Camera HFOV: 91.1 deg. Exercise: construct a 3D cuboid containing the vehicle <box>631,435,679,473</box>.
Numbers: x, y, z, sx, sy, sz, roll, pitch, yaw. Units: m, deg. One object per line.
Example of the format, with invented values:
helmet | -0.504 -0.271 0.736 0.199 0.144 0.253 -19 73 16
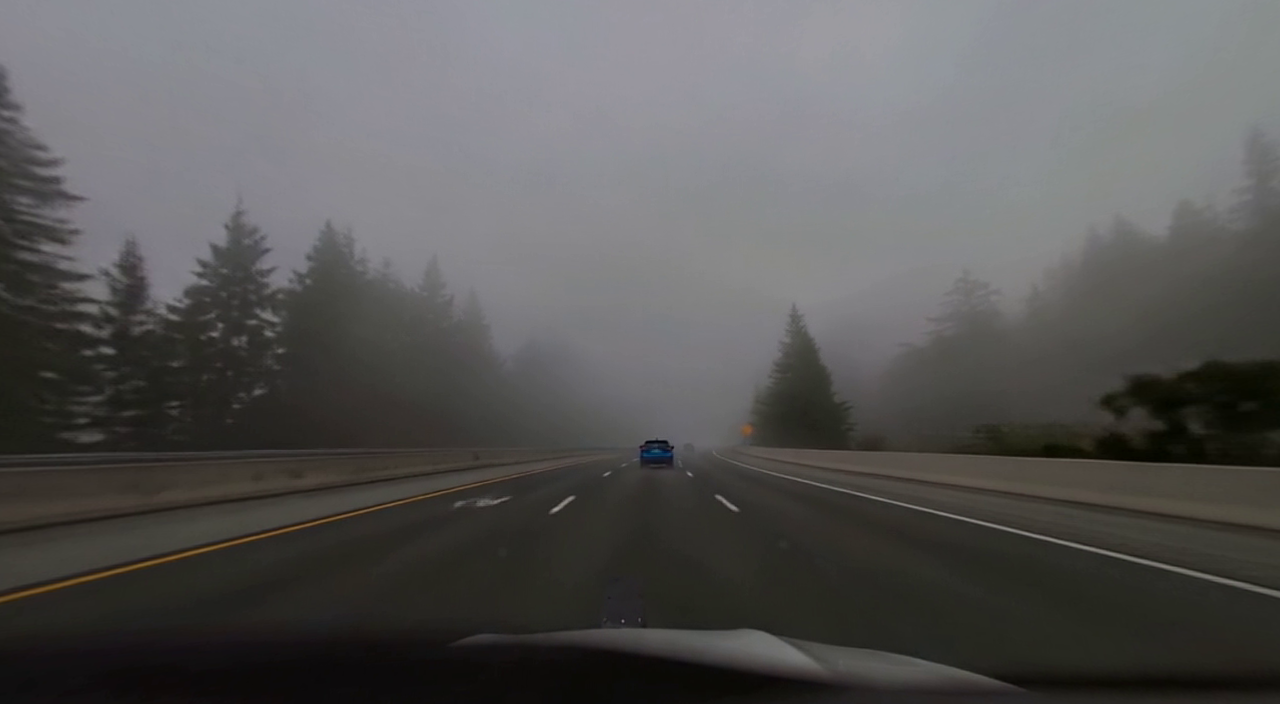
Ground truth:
vehicle | 0.733 4.854 30.093 2.133 1.686 4.203 -1 -8 2
